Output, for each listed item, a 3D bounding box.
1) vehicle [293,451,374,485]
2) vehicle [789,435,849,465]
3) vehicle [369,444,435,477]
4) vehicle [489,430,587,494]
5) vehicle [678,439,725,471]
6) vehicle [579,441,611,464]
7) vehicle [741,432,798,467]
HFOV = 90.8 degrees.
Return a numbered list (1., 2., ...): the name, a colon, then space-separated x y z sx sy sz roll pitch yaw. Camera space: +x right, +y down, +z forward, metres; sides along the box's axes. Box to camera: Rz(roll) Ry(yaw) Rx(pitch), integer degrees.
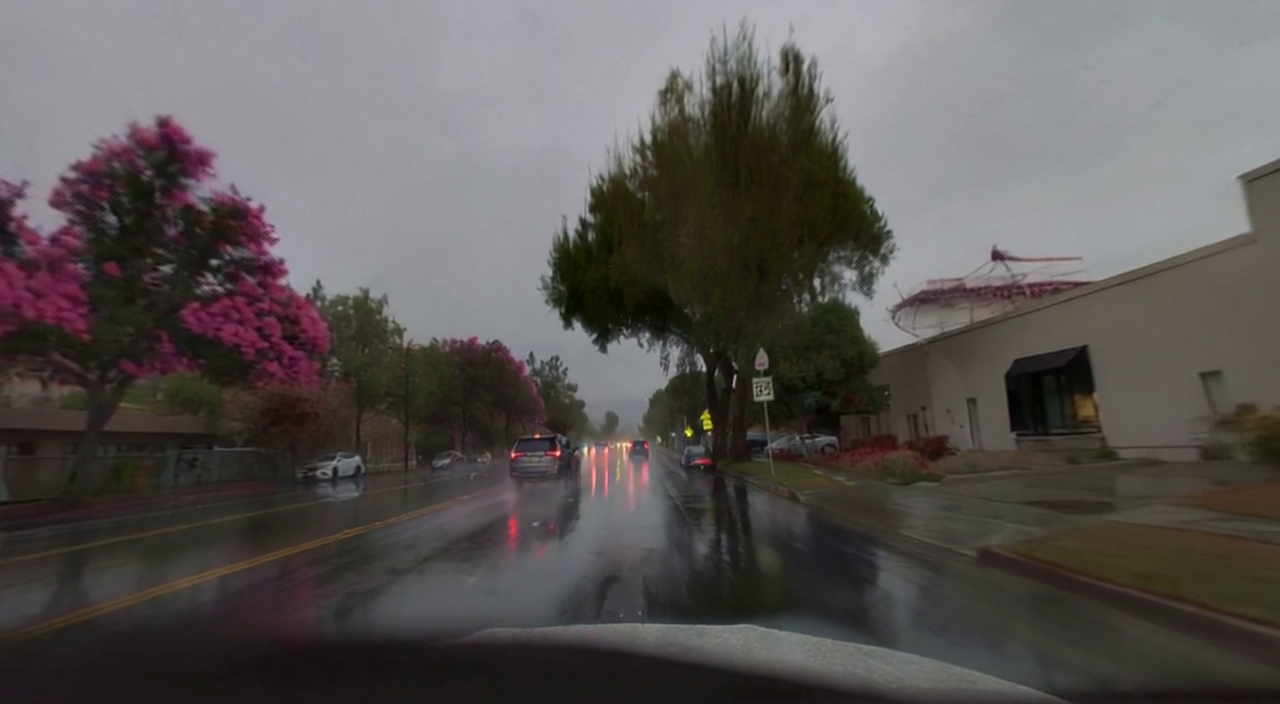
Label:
1. vehicle: -16.360 6.180 34.059 1.870 1.599 5.022 0 -8 0
2. vehicle: 10.147 5.569 36.104 1.777 1.514 4.140 -1 -8 -6
3. vehicle: -14.174 6.461 37.973 2.123 1.770 4.848 0 -8 -1
4. vehicle: -3.106 3.481 20.421 2.257 1.751 5.028 0 -8 1
5. vehicle: 3.484 5.919 36.500 2.150 1.655 4.739 0 -8 -1
6. vehicle: -3.348 7.577 47.743 2.167 1.634 4.220 0 -8 0
7. vehicle: 7.335 5.563 36.280 2.112 1.776 4.555 2 -8 -3
